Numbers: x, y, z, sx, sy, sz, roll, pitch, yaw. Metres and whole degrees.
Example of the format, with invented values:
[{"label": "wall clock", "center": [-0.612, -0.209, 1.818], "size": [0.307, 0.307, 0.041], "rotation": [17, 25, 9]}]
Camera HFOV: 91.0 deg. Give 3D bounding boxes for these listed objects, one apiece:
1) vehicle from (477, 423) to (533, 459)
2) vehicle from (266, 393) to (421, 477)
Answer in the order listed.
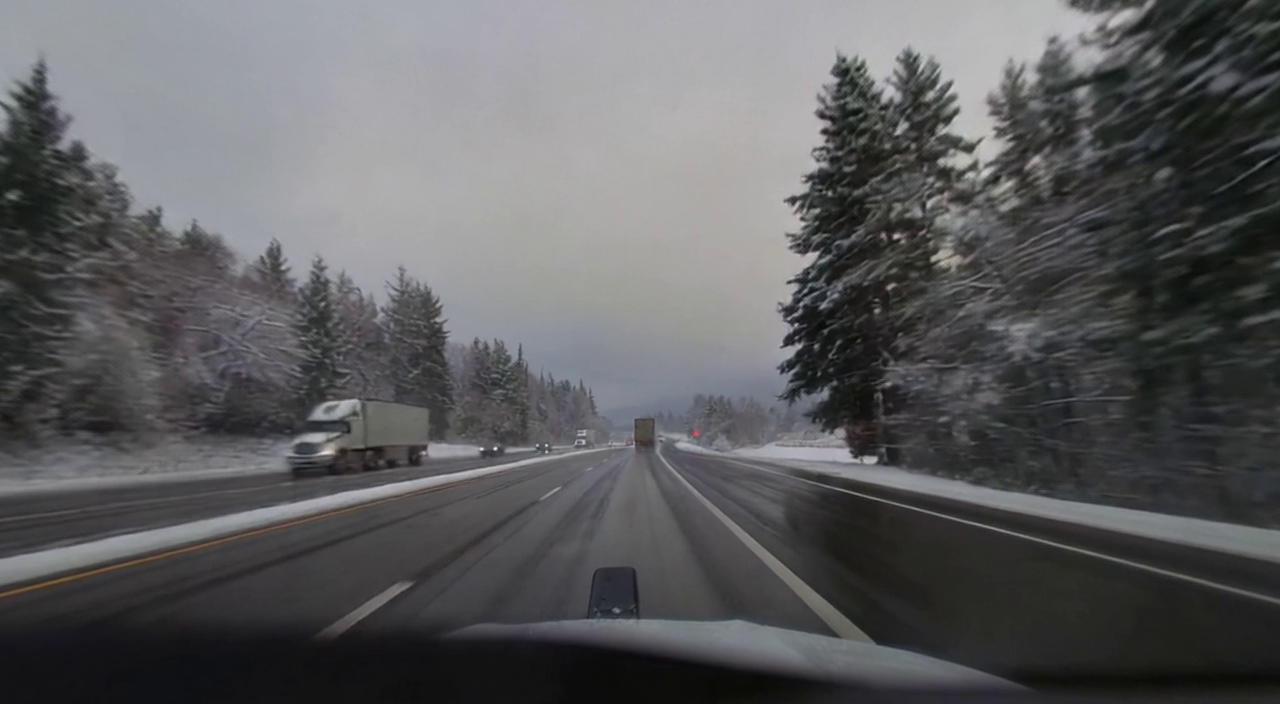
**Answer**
[{"label": "vehicle", "center": [-10.519, 7.024, 49.762], "size": [2.722, 2.626, 7.004], "rotation": [-1, -8, 1]}, {"label": "vehicle", "center": [-14.458, 4.258, 32.025], "size": [2.973, 3.589, 9.822], "rotation": [-1, -8, 1]}]
